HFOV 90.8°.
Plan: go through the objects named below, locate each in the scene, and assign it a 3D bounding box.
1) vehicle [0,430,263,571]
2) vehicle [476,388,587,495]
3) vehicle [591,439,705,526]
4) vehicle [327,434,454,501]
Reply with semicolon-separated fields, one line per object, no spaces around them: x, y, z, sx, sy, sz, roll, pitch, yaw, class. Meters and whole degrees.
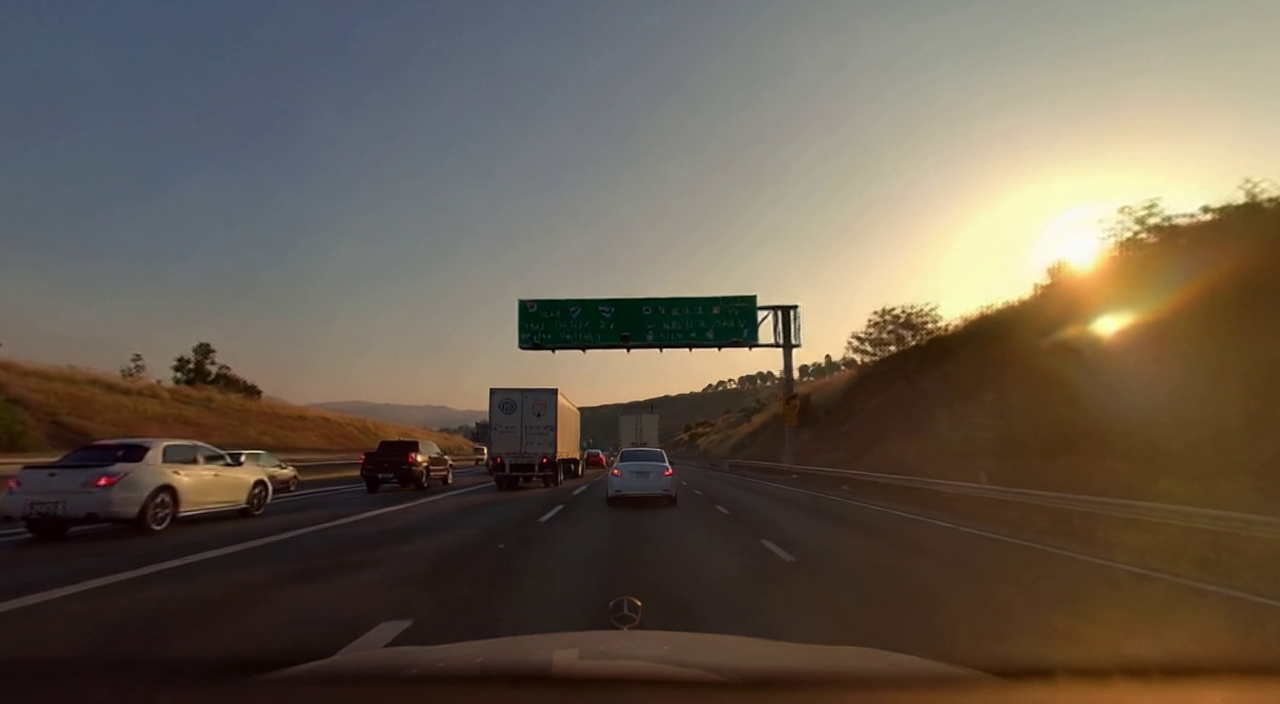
-7.892;1.984;9.191;1.879;1.521;4.623;-1;-9;1;vehicle
-3.731;3.370;23.619;2.812;3.342;7.248;-1;-9;1;vehicle
0.097;2.572;12.858;1.995;1.495;3.380;0;-9;-1;vehicle
-7.306;3.429;19.020;1.952;1.746;4.332;-1;-9;1;vehicle
